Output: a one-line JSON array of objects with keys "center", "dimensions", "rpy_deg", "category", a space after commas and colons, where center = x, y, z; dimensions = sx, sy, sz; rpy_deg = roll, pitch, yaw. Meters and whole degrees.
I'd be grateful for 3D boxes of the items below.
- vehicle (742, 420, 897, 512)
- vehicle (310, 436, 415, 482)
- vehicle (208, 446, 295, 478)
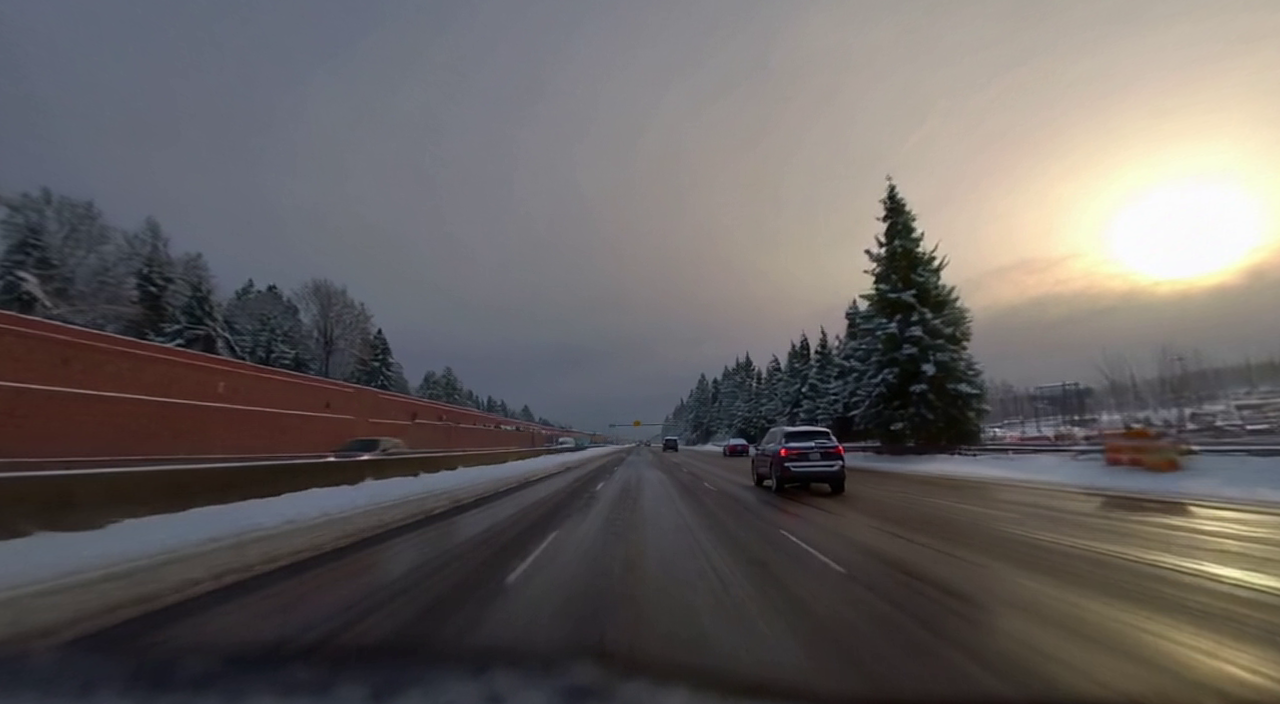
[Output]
[{"center": [3.901, 2.579, 14.755], "dimensions": [2.190, 1.783, 4.637], "rpy_deg": [0, -8, -1], "category": "vehicle"}, {"center": [-10.842, 4.195, 25.072], "dimensions": [2.115, 1.642, 4.503], "rpy_deg": [0, -8, 0], "category": "vehicle"}, {"center": [-21.706, 6.129, 35.469], "dimensions": [2.108, 1.664, 4.363], "rpy_deg": [0, -8, 0], "category": "vehicle"}]
